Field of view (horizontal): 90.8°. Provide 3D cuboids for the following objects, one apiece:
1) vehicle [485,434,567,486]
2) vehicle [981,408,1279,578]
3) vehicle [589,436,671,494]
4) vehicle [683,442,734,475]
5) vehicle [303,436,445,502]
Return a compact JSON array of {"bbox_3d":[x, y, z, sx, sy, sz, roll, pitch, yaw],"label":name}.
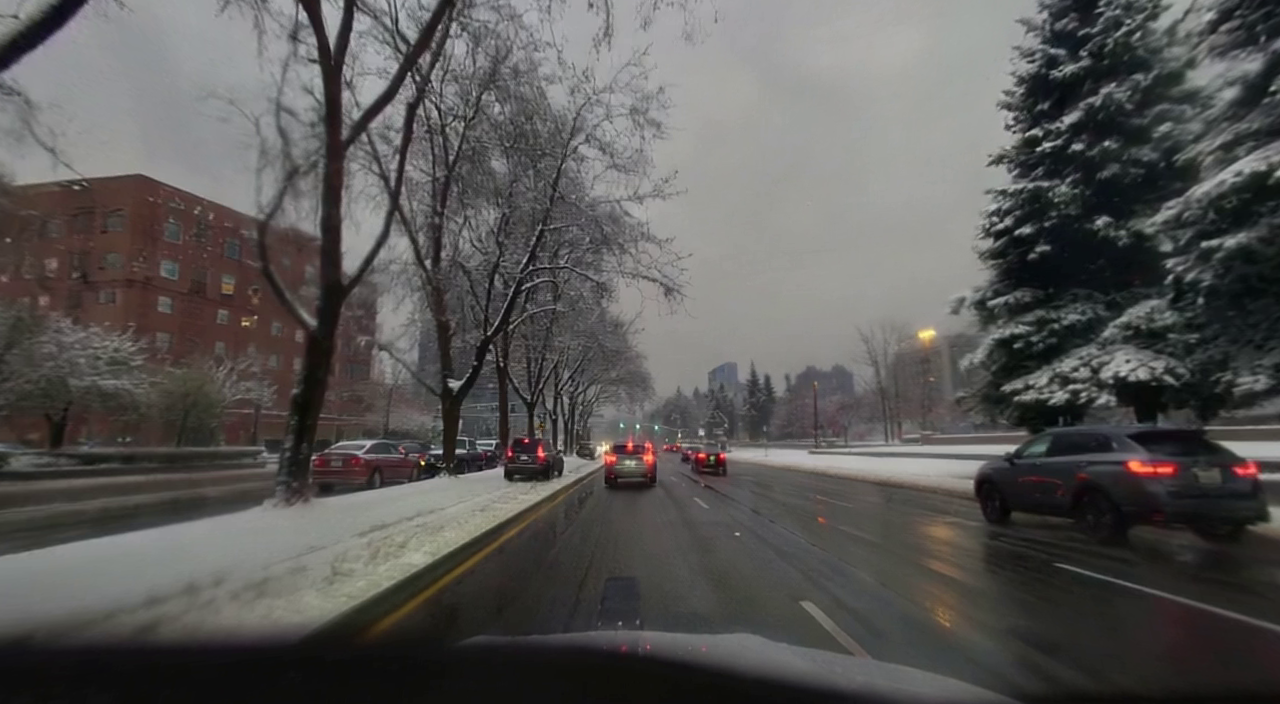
[{"bbox_3d":[-3.883,3.771,22.333,2.009,1.619,4.376,0,-9,1],"label":"vehicle"},{"bbox_3d":[6.654,1.711,8.410,1.889,1.681,4.120,0,-9,0],"label":"vehicle"},{"bbox_3d":[-0.274,3.322,18.913,2.161,1.501,4.184,0,-9,0],"label":"vehicle"},{"bbox_3d":[3.253,5.154,30.771,1.905,1.473,4.183,0,-9,-1],"label":"vehicle"},{"bbox_3d":[-6.877,3.061,16.964,1.877,1.493,4.624,0,-9,-1],"label":"vehicle"}]
